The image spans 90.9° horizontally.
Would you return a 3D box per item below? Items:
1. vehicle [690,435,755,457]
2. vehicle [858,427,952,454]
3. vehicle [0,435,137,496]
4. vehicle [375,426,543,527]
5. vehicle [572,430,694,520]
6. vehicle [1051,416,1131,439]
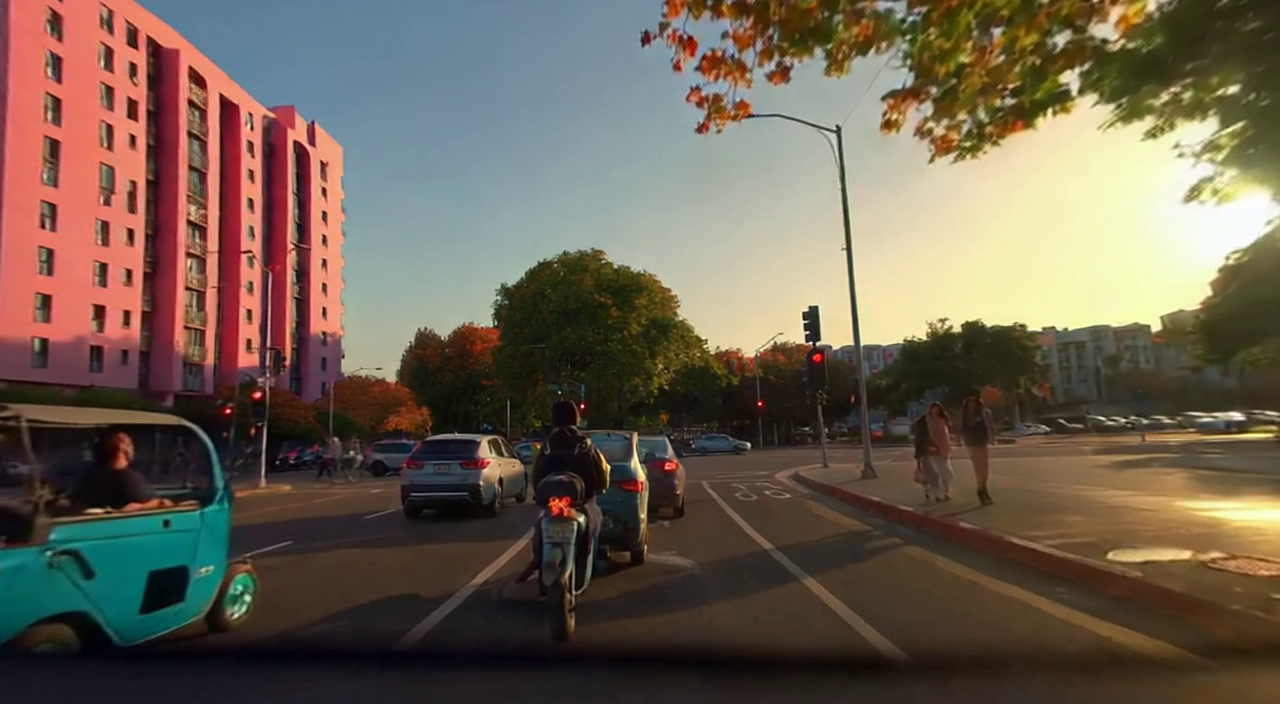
[{"bbox_3d":[5.821,6.630,44.325,4.511,1.464,1.816,6,-11,-37],"label":"vehicle"},{"bbox_3d":[15.323,5.177,36.580,4.661,1.456,1.862,-6,-10,34],"label":"vehicle"},{"bbox_3d":[-28.890,5.642,31.353,5.890,2.393,2.346,-5,-7,1],"label":"vehicle"},{"bbox_3d":[-3.261,2.330,12.331,1.935,1.615,4.073,-1,-9,2],"label":"vehicle"},{"bbox_3d":[-0.077,2.359,12.578,2.025,1.458,4.085,-1,-9,1],"label":"vehicle"},{"bbox_3d":[30.820,5.193,43.142,1.751,1.420,4.027,8,-12,-42],"label":"vehicle"}]
